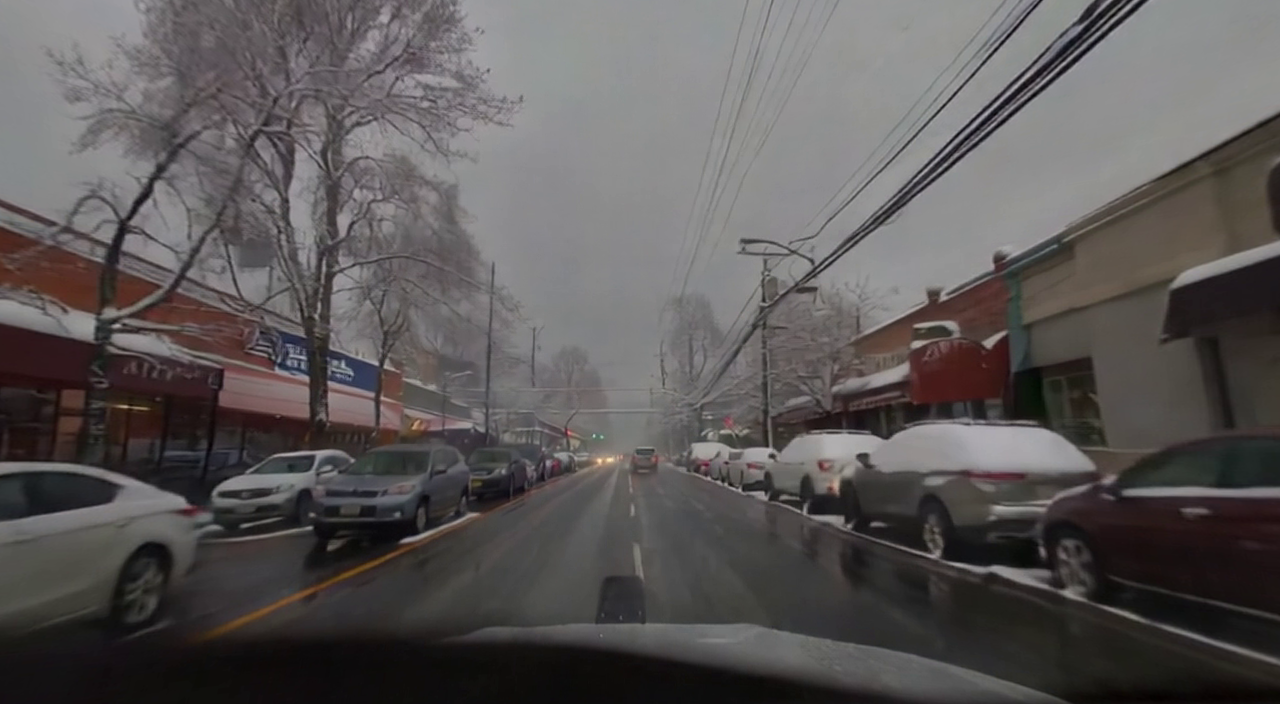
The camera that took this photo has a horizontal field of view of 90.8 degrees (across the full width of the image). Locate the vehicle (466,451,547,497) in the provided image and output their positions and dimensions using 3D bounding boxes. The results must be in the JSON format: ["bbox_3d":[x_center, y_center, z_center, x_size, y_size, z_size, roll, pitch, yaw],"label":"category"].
[{"bbox_3d":[-4.765,4.414,23.251,2.053,1.485,4.540,0,-9,-1],"label":"vehicle"}]

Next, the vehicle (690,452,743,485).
[{"bbox_3d":[3.776,5.814,31.918,1.921,1.440,4.382,-1,-8,-3],"label":"vehicle"}]

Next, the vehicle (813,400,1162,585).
[{"bbox_3d":[4.512,1.931,9.519,2.243,1.992,5.087,0,-9,-1],"label":"vehicle"}]

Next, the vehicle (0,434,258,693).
[{"bbox_3d":[-4.849,1.420,4.394,2.006,1.492,4.461,-2,-11,-6],"label":"vehicle"}]

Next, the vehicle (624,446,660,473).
[{"bbox_3d":[0.110,7.847,46.348,2.440,1.882,4.611,0,-9,-2],"label":"vehicle"}]

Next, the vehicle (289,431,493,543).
[{"bbox_3d":[-4.725,2.630,13.033,2.341,1.825,4.924,0,-9,-2],"label":"vehicle"}]

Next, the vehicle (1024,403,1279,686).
[{"bbox_3d":[4.829,1.229,4.214,1.882,1.704,4.055,0,-9,-1],"label":"vehicle"}]
